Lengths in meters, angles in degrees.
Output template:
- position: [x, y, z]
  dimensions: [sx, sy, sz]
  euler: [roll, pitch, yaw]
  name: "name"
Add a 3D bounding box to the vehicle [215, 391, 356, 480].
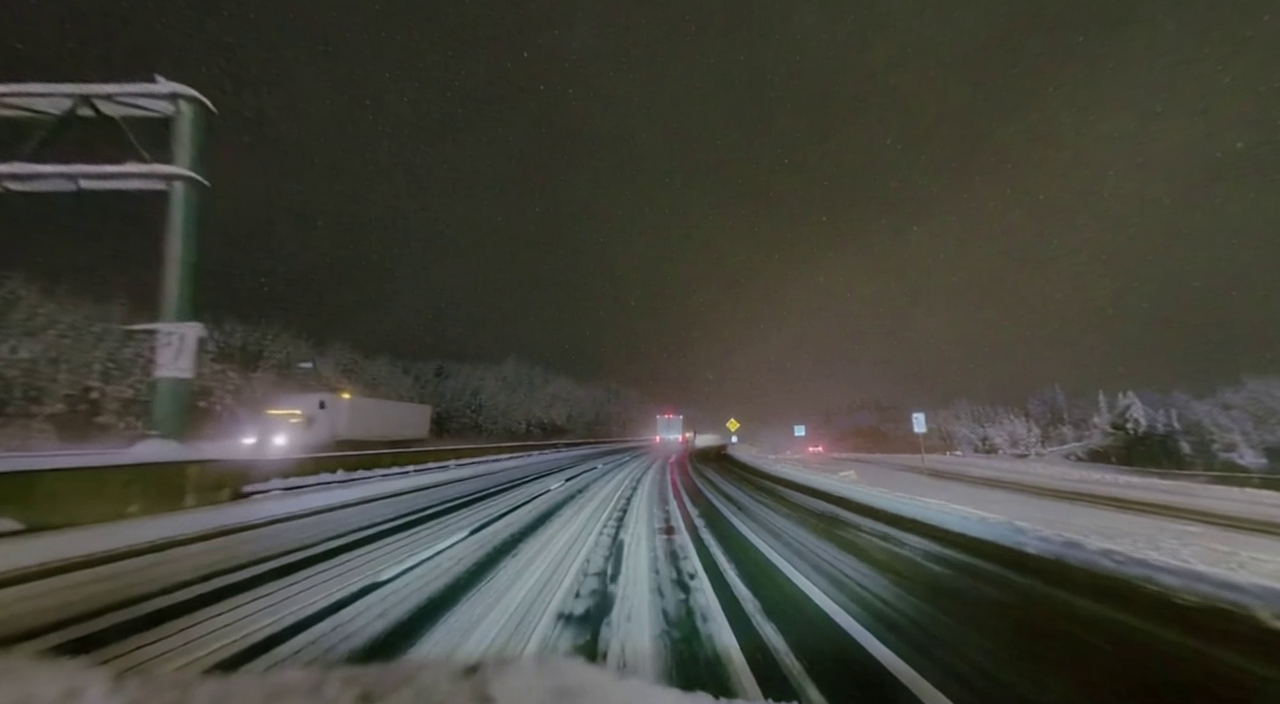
- position: [-16.722, 4.012, 30.316]
  dimensions: [2.978, 3.785, 6.055]
  euler: [-1, -8, 2]
  name: "vehicle"
